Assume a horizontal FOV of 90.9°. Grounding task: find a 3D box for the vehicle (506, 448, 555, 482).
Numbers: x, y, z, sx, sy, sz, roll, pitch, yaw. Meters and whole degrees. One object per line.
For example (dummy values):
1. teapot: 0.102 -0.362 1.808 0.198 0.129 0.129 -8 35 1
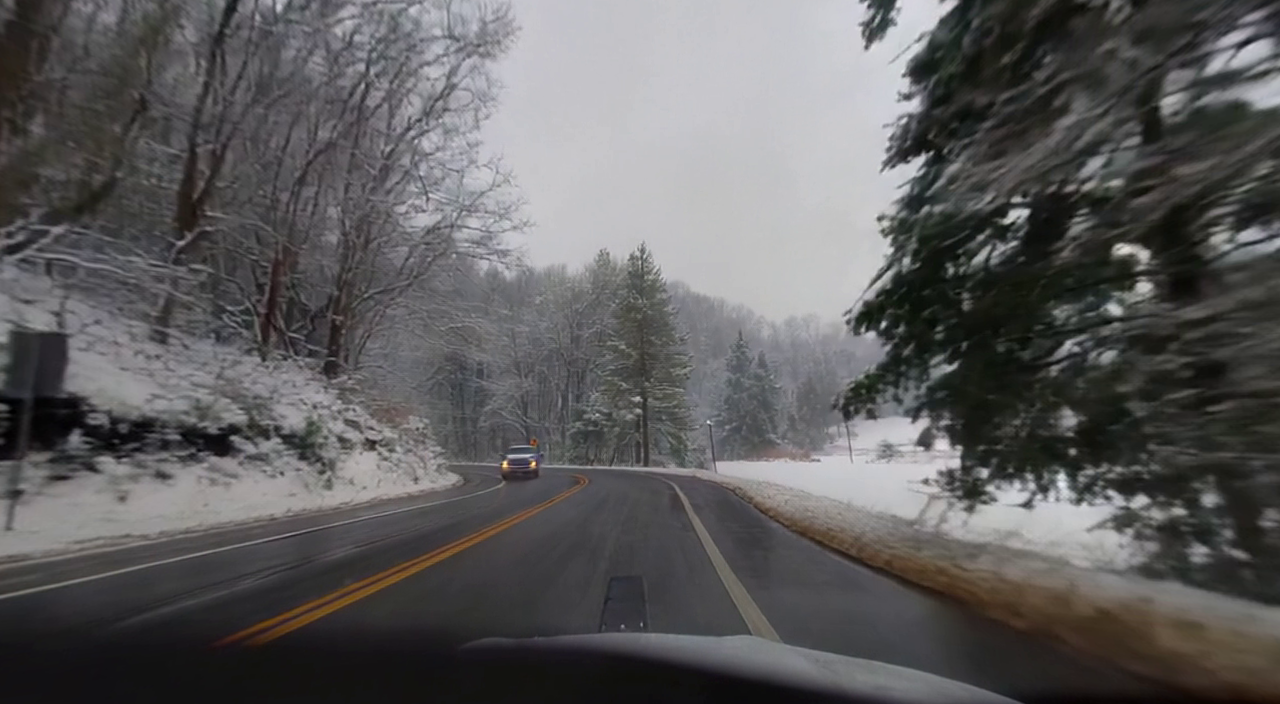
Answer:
1. vehicle: -7.146 7.193 40.570 2.546 1.975 5.702 2 -9 -15
